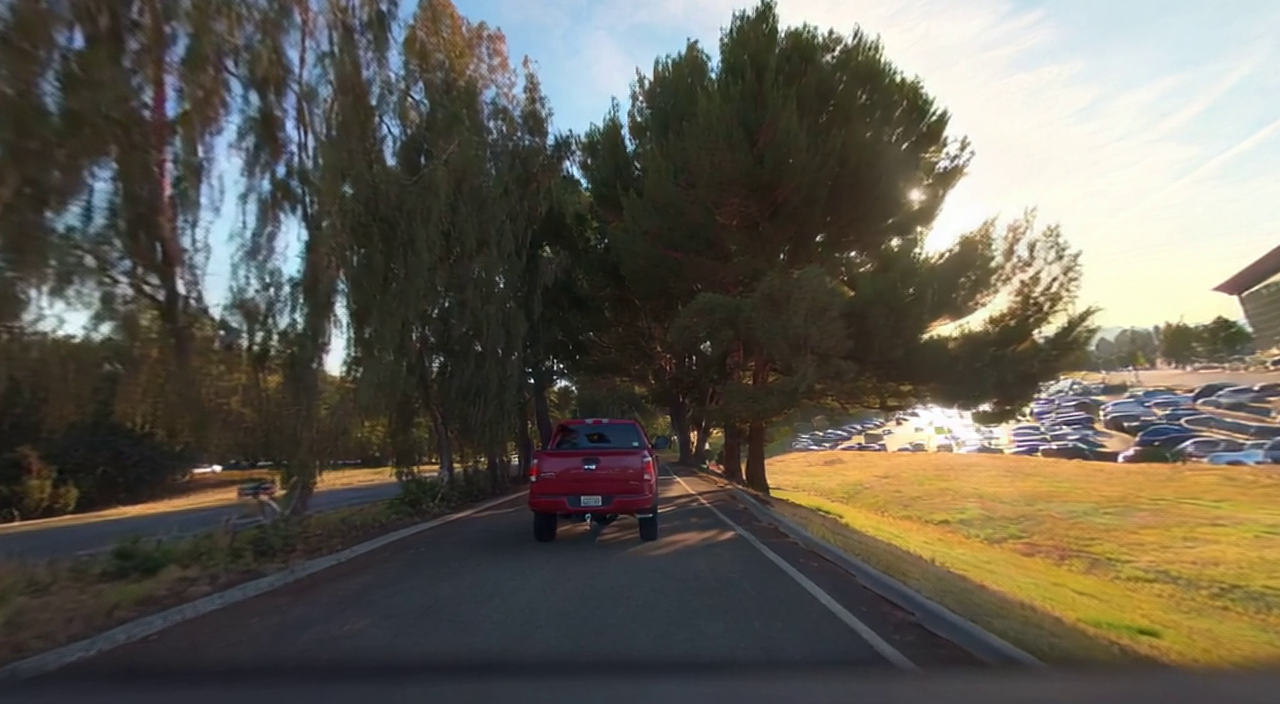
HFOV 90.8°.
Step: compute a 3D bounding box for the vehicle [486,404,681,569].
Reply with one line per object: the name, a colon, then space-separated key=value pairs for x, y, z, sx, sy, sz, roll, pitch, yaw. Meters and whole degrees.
vehicle: x=-0.585 y=1.867 z=9.597 sx=2.157 sy=1.816 sz=5.039 roll=0 pitch=-9 yaw=1
